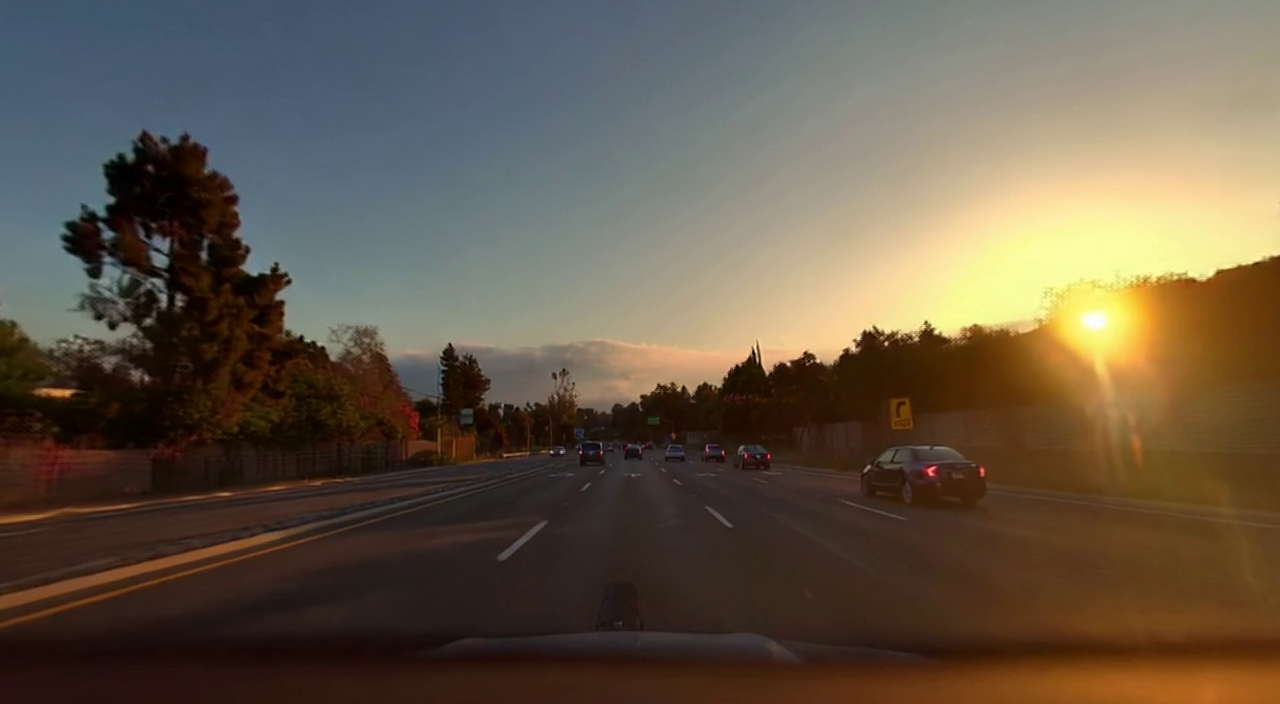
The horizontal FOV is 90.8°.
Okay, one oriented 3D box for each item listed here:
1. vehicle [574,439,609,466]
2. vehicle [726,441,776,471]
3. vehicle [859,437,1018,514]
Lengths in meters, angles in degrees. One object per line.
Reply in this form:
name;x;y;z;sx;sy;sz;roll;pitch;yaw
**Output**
vehicle;-3.553;7.462;47.077;2.230;1.827;4.406;0;-8;0
vehicle;6.304;5.974;36.405;1.987;1.597;4.463;0;-8;-1
vehicle;6.688;2.772;14.669;1.838;1.518;3.713;0;-8;0
